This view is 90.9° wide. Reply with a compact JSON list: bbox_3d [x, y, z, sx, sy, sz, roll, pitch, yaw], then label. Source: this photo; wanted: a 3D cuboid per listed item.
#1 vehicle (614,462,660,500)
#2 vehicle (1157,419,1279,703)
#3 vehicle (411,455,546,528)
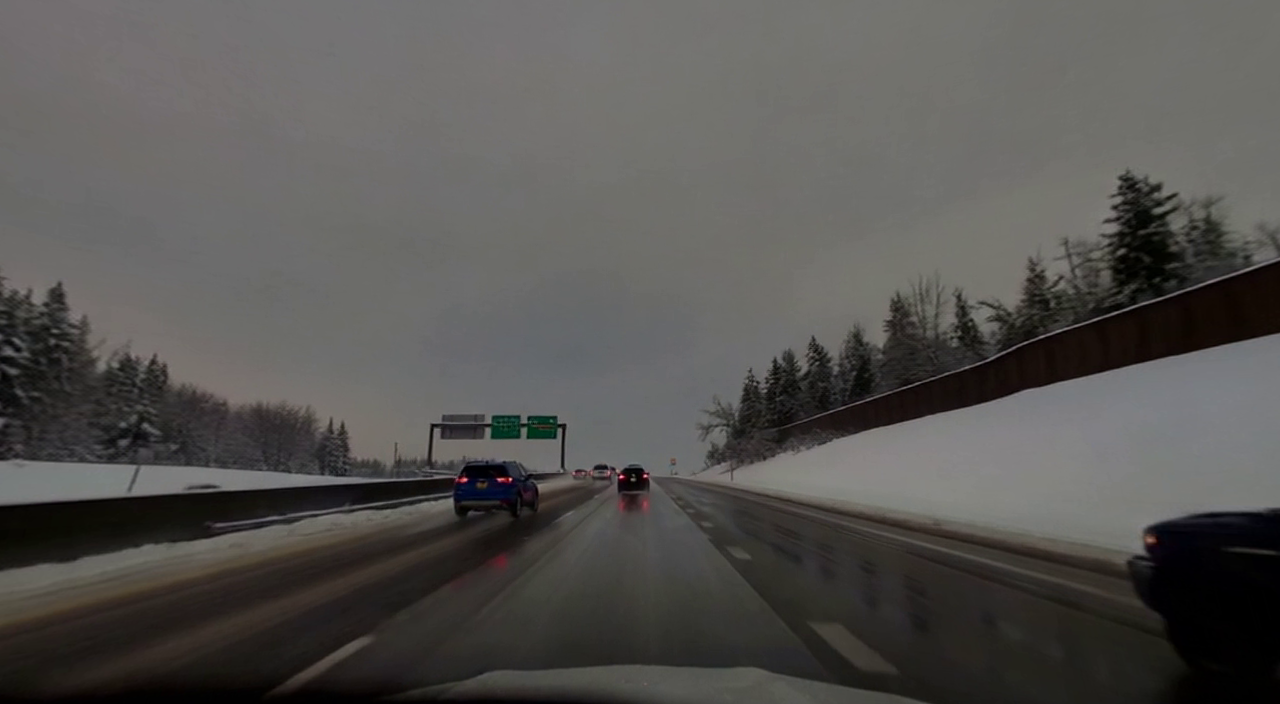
[{"bbox_3d":[-0.140,6.014,29.595,1.992,1.601,3.762,1,-11,0],"label":"vehicle"},{"bbox_3d":[3.829,0.832,1.336,1.992,1.557,4.017,1,-11,0],"label":"vehicle"},{"bbox_3d":[-3.852,3.463,16.011,2.102,1.521,4.687,1,-11,1],"label":"vehicle"}]
